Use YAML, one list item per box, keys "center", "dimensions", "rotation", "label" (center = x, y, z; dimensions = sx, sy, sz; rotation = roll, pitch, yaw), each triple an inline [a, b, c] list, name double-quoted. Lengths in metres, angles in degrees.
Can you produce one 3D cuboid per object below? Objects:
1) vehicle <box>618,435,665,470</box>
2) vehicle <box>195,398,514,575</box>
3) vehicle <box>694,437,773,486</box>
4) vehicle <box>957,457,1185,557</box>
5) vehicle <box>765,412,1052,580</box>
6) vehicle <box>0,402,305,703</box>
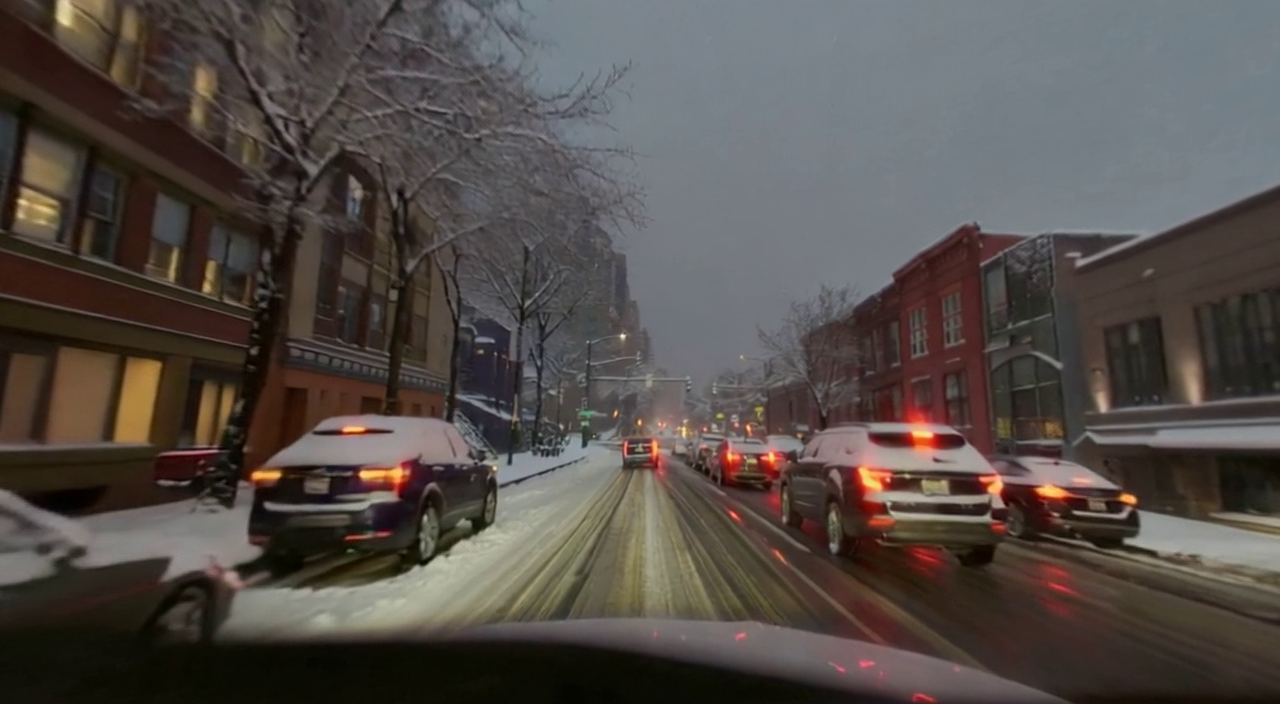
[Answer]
- center: [0.081, 4.620, 29.030]
  dimensions: [2.007, 1.460, 3.923]
  rotation: [0, -8, 0]
  label: "vehicle"
- center: [-3.260, 1.638, 8.461]
  dimensions: [2.128, 1.725, 4.471]
  rotation: [0, -8, 1]
  label: "vehicle"
- center: [3.076, 3.682, 21.549]
  dimensions: [1.966, 1.475, 4.528]
  rotation: [0, -8, -1]
  label: "vehicle"
- center: [8.824, 3.133, 13.431]
  dimensions: [1.893, 1.663, 4.257]
  rotation: [0, -8, 1]
  label: "vehicle"
- center: [3.230, 1.815, 8.806]
  dimensions: [2.002, 1.707, 4.547]
  rotation: [0, -8, 0]
  label: "vehicle"
- center: [-3.146, 0.860, 1.840]
  dimensions: [1.926, 1.456, 4.313]
  rotation: [0, -8, 0]
  label: "vehicle"
